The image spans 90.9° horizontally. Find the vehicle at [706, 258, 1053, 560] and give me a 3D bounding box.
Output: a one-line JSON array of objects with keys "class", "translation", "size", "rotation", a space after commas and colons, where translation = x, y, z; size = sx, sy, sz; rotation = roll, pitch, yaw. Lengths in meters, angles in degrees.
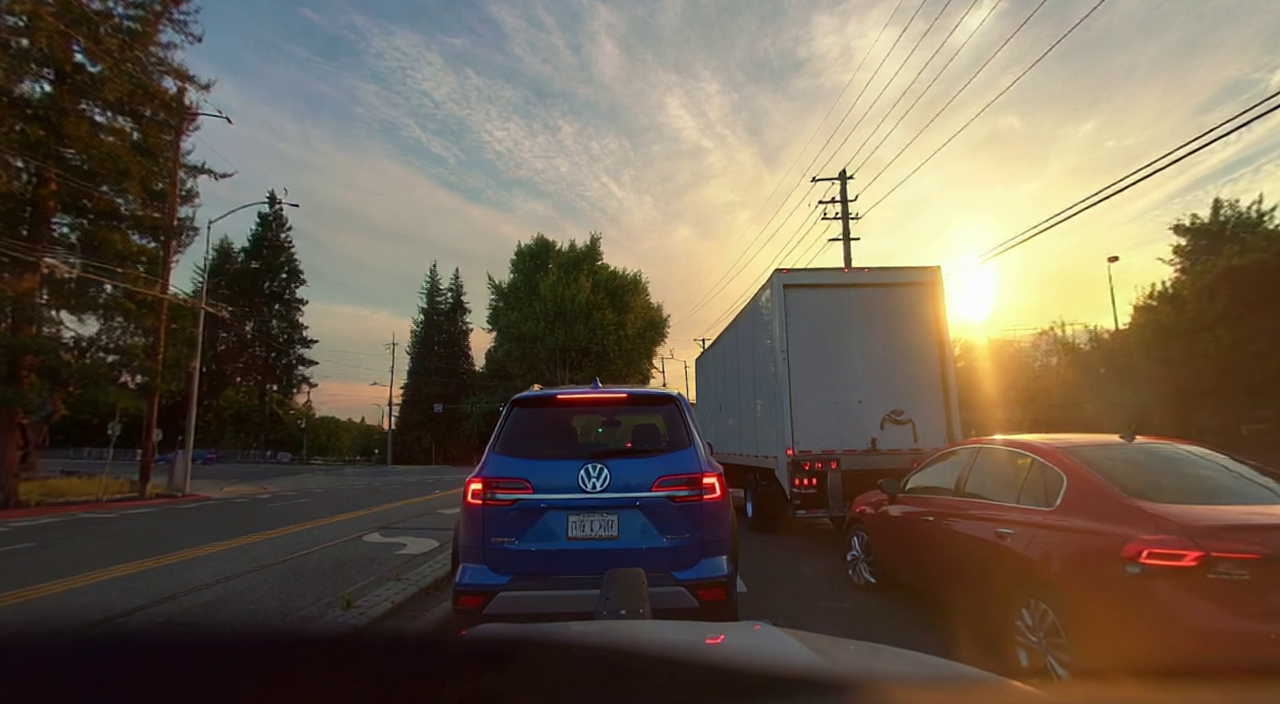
[{"class": "vehicle", "translation": [3.233, 1.256, 11.840], "size": [2.915, 3.559, 8.848], "rotation": [0, -8, -1]}]

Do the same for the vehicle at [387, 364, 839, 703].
[{"class": "vehicle", "translation": [-0.121, 1.230, 5.143], "size": [2.114, 1.732, 4.230], "rotation": [0, -8, 0]}]

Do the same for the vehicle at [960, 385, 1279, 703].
[{"class": "vehicle", "translation": [2.828, 0.751, 1.196], "size": [1.971, 1.484, 4.728], "rotation": [0, -8, 0]}]
